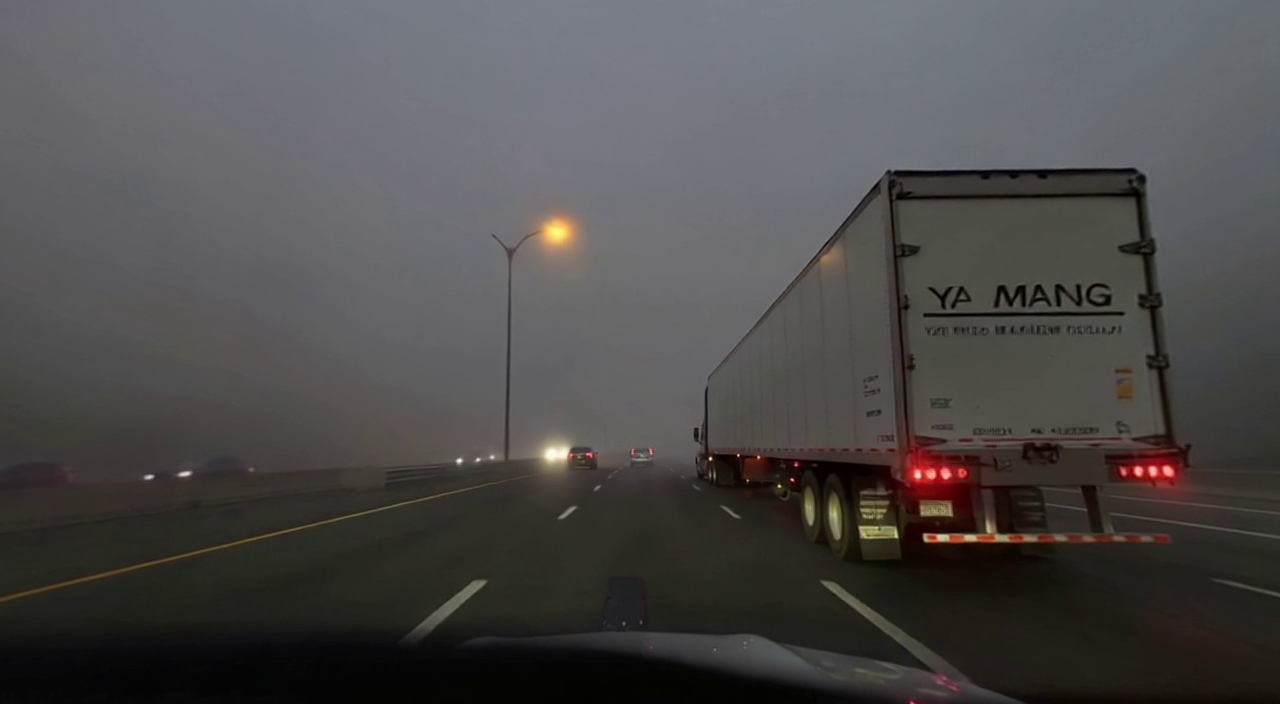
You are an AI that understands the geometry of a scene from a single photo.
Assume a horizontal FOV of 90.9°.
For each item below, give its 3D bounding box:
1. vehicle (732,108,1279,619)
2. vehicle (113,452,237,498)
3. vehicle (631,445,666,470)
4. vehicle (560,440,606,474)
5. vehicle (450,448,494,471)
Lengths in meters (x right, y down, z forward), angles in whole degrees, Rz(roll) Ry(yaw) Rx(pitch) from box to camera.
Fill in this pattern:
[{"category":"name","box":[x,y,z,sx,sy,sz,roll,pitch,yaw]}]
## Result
[{"category":"vehicle","box":[3.946,0.910,11.211,2.821,4.077,12.562,0,-9,0]},{"category":"vehicle","box":[-19.364,5.108,26.551,1.897,1.729,4.321,0,-9,0]},{"category":"vehicle","box":[0.516,6.623,39.678,2.063,1.469,4.208,0,-9,0]},{"category":"vehicle","box":[-3.077,5.787,34.926,2.058,1.711,4.226,0,-9,1]},{"category":"vehicle","box":[-11.990,7.701,45.330,1.839,1.503,4.410,0,-9,1]}]
